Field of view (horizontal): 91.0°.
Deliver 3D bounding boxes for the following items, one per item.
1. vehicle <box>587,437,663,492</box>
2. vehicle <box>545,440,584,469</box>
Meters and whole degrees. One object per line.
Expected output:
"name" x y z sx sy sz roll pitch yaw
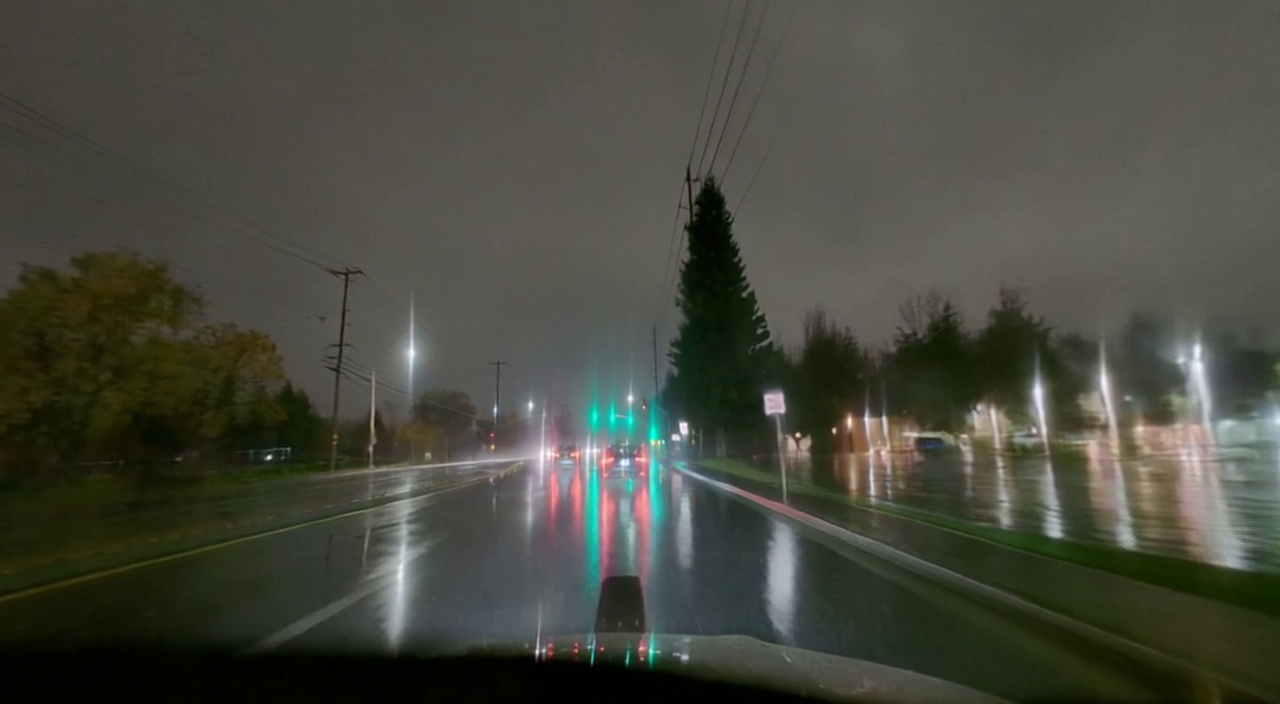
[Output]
"vehicle" -0.514 3.706 21.063 2.235 1.597 4.918 0 -9 -2
"vehicle" -4.948 6.773 41.816 2.189 1.776 4.342 0 -9 -1
